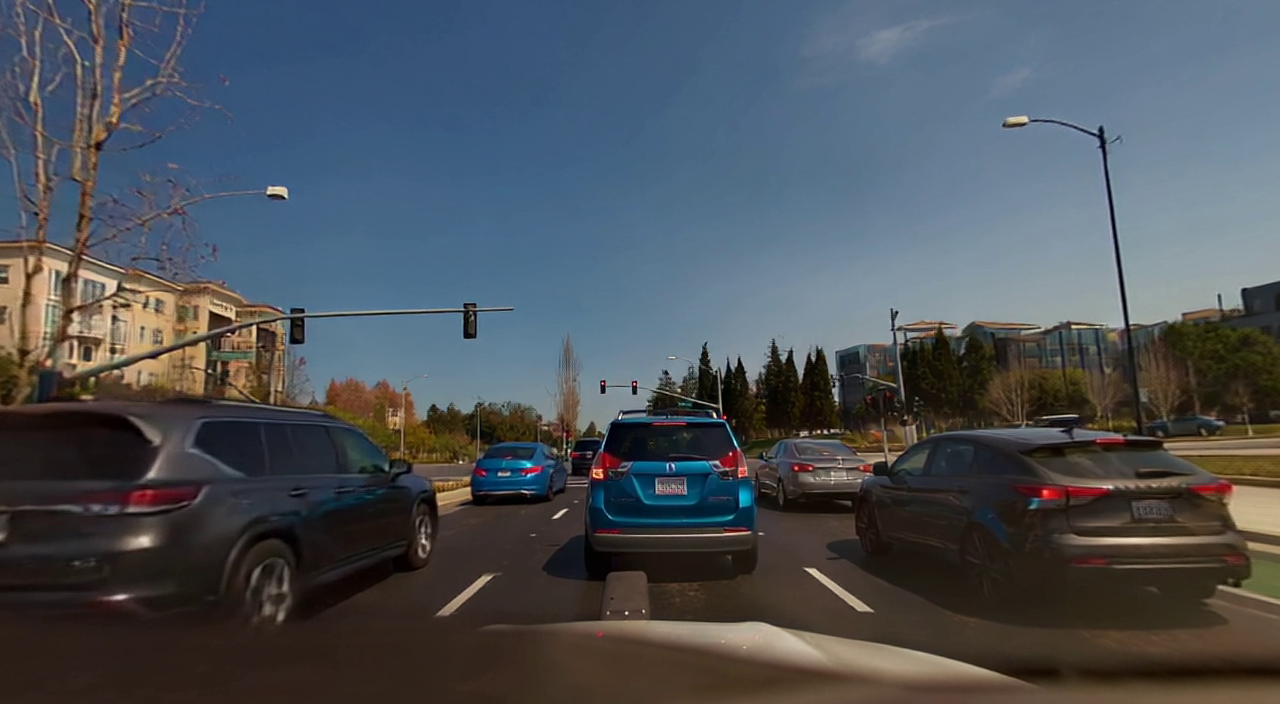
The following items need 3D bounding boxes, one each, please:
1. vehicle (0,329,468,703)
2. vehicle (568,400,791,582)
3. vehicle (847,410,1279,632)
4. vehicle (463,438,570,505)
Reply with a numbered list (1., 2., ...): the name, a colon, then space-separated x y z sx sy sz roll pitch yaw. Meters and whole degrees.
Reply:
1. vehicle: -3.118 1.164 5.060 2.054 1.814 4.941 0 -8 0
2. vehicle: 0.387 1.679 8.406 2.172 1.764 4.338 0 -8 0
3. vehicle: 3.897 1.526 6.654 1.954 1.592 3.992 0 -8 -2
4. vehicle: -3.044 3.033 16.486 1.876 1.497 4.308 0 -8 0
